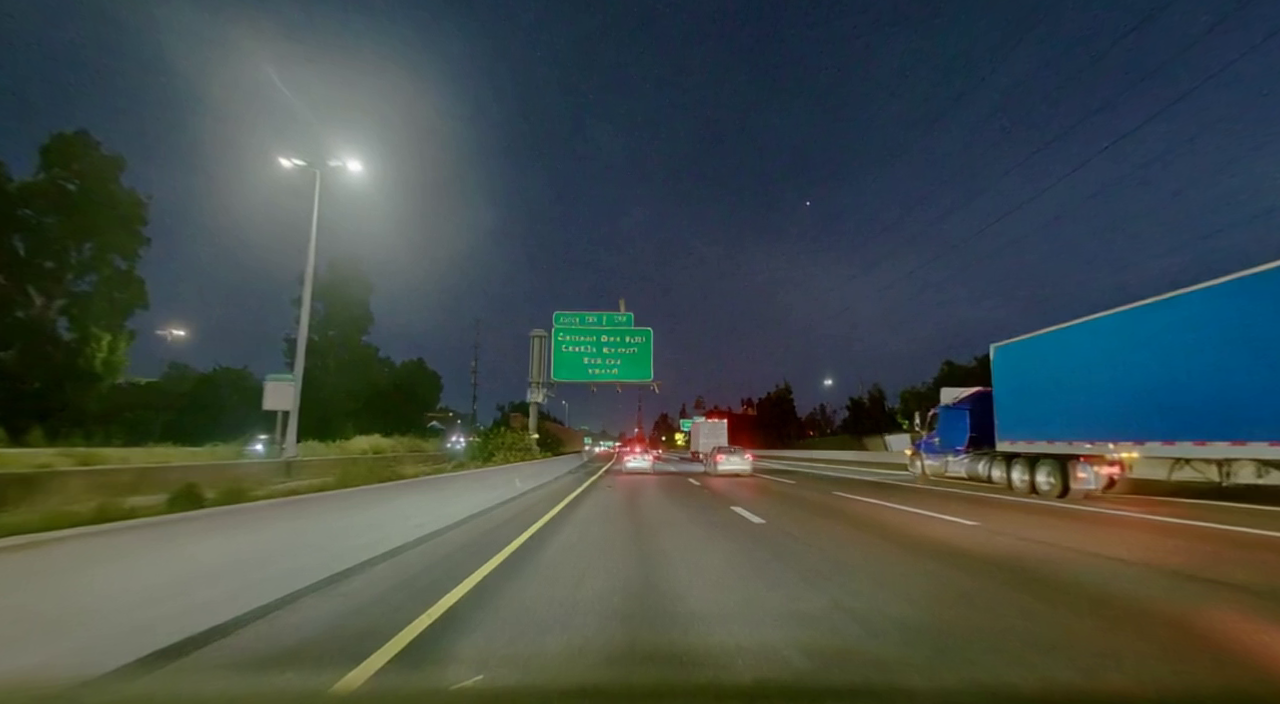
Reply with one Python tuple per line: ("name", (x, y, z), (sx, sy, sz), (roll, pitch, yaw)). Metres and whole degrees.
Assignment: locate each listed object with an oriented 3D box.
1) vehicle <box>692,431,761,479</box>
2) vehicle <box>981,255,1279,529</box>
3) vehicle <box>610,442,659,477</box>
("vehicle", (3.569, 4.395, 27.073), (2.114, 1.849, 4.692), (0, -9, -2))
("vehicle", (11.229, 0.660, 10.012), (2.914, 4.134, 15.553), (0, -9, 0))
("vehicle", (-0.274, 4.868, 28.883), (2.083, 1.477, 3.965), (0, -9, -1))
